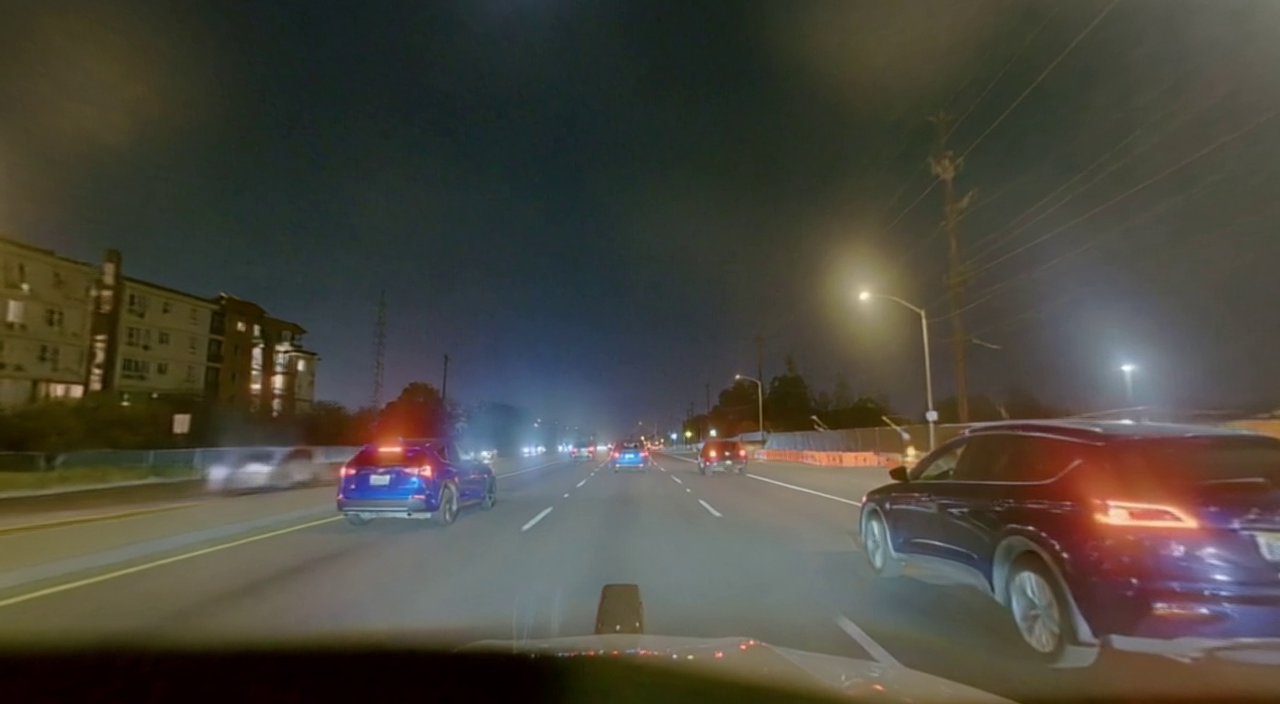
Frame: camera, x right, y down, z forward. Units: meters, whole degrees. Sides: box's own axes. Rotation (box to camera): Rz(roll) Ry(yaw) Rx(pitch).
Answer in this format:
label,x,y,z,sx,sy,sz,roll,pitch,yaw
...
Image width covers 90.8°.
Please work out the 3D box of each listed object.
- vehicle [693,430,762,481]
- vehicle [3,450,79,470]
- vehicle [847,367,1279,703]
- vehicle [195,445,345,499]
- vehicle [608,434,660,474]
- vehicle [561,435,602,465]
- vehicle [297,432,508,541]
label,x,y,z,sx,sy,sz,roll,pitch,yaw
vehicle,3.311,4.035,24.822,2.029,1.797,4.218,0,-8,-1
vehicle,-37.145,6.694,39.195,3.745,1.024,2.044,-5,-8,23
vehicle,3.149,1.139,4.481,1.975,1.598,4.025,0,-8,0
vehicle,-11.424,3.691,19.973,1.892,1.472,4.695,0,-8,0
vehicle,-0.291,4.813,30.042,2.291,1.714,4.217,0,-8,0
vehicle,-3.777,6.435,41.533,2.190,1.832,4.417,0,-8,0
vehicle,-3.721,2.162,10.860,1.968,1.473,4.209,0,-8,0
